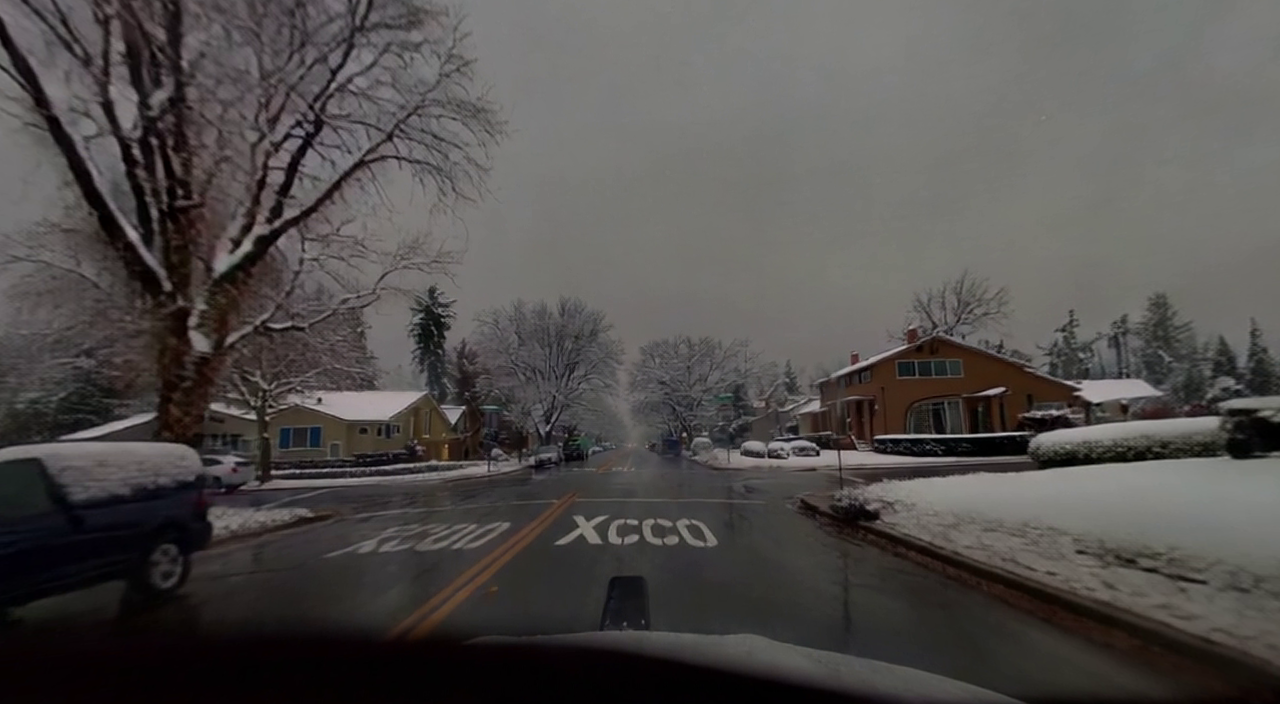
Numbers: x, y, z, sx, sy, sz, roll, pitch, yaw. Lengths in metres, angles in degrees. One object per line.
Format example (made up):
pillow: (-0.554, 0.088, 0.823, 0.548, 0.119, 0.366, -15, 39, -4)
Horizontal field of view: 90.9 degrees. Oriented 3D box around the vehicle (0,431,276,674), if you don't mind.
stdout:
vehicle: (-5.220, 1.432, 4.950, 2.038, 1.571, 4.524, 0, -8, -1)
